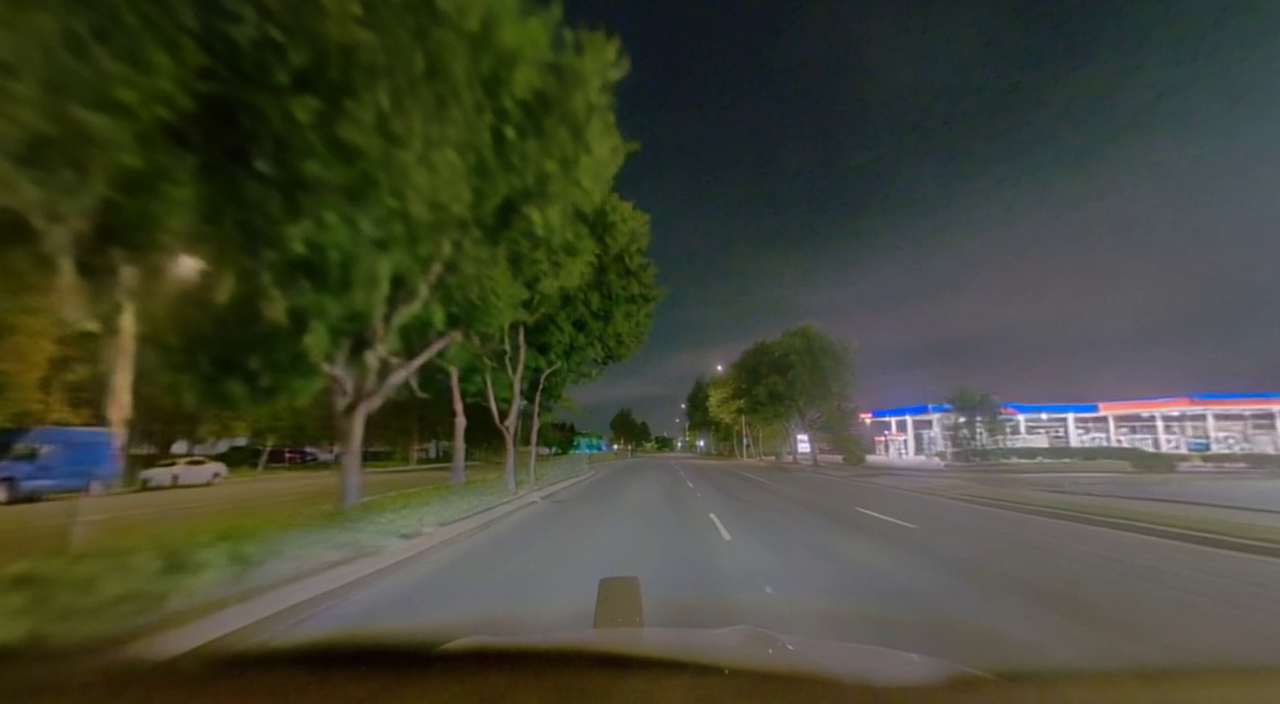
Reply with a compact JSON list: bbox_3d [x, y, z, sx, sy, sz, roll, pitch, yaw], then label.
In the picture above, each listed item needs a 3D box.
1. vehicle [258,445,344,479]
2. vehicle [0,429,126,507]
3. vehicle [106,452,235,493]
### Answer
[{"bbox_3d":[-18.874,6.111,35.541,1.906,1.744,5.165,0,-8,1],"label":"vehicle"},{"bbox_3d":[-19.177,3.529,19.387,2.216,2.161,5.522,-2,-8,-1],"label":"vehicle"},{"bbox_3d":[-18.968,4.840,25.827,1.829,1.462,4.463,0,-8,1],"label":"vehicle"}]
